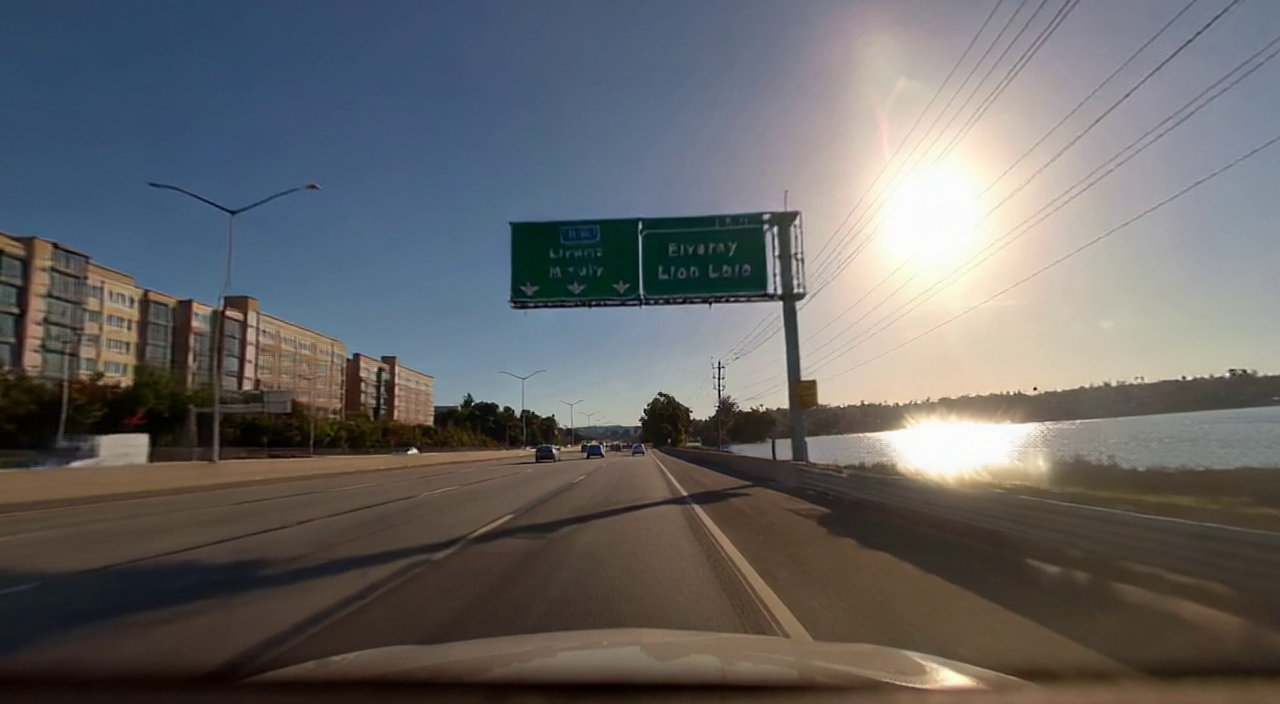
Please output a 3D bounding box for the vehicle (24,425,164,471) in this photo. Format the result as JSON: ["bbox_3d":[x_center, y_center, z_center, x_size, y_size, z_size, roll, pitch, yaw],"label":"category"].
[{"bbox_3d":[-27.461,4.859,32.025,2.492,2.161,4.986,0,-8,2],"label":"vehicle"}]
